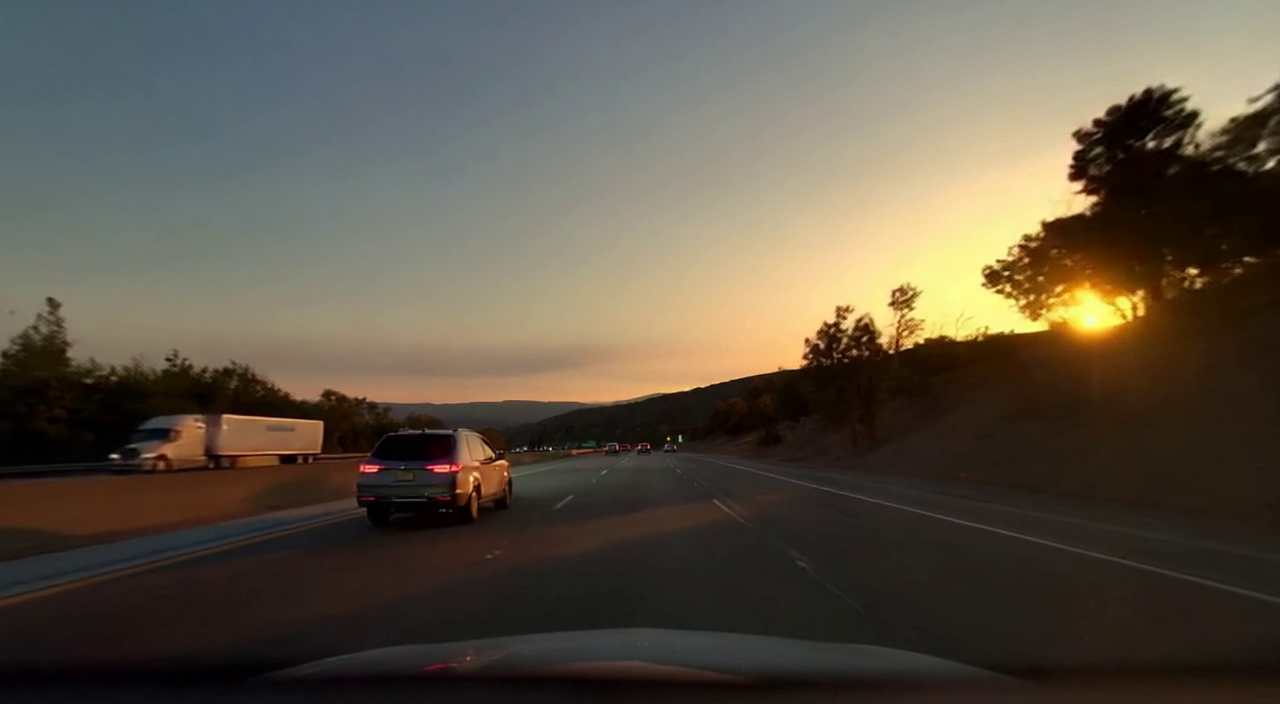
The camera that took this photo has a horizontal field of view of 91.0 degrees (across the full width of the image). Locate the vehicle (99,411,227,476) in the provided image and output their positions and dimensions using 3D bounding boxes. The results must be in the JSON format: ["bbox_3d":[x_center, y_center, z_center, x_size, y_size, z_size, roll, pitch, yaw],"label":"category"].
[{"bbox_3d":[-32.159,6.219,42.933,3.210,4.059,6.683,0,-8,1],"label":"vehicle"}]

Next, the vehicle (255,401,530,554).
[{"bbox_3d":[-3.625,1.992,10.798,2.379,1.918,5.504,0,-8,1],"label":"vehicle"}]
